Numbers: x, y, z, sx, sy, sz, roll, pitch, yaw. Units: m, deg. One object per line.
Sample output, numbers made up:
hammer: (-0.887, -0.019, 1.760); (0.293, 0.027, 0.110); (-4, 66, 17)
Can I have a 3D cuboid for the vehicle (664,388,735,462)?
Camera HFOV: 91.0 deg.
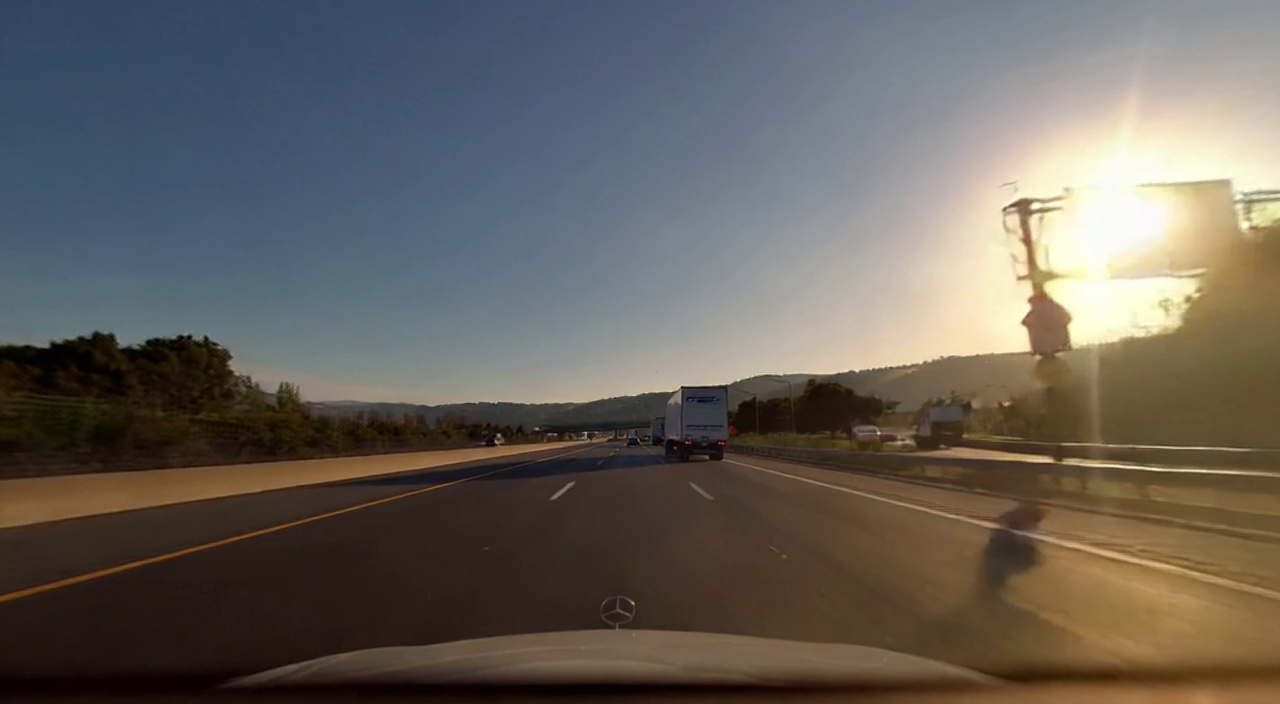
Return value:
vehicle: (3.593, 5.058, 42.107); (2.976, 4.064, 14.619); (0, -8, -1)
